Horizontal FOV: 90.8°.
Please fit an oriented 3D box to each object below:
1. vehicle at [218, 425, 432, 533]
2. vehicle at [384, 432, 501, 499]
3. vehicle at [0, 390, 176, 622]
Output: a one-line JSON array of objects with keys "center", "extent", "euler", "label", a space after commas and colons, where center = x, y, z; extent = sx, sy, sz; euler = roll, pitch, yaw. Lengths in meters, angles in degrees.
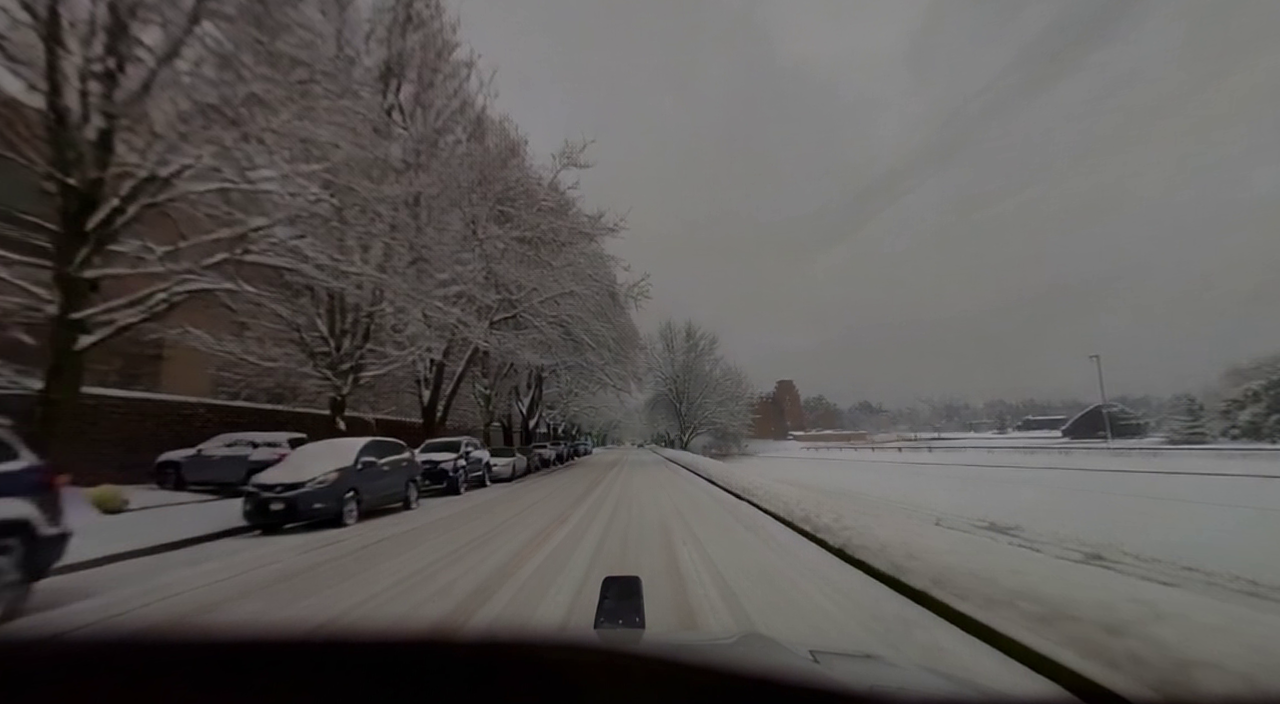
[{"center": [-6.325, 2.555, 13.516], "extent": [2.009, 1.820, 4.821], "euler": [1, -8, 1], "label": "vehicle"}, {"center": [-6.138, 3.546, 20.379], "extent": [1.976, 1.805, 5.123], "euler": [1, -8, 1], "label": "vehicle"}, {"center": [-6.185, 1.102, 4.112], "extent": [2.109, 1.847, 5.553], "euler": [0, -8, 0], "label": "vehicle"}]
